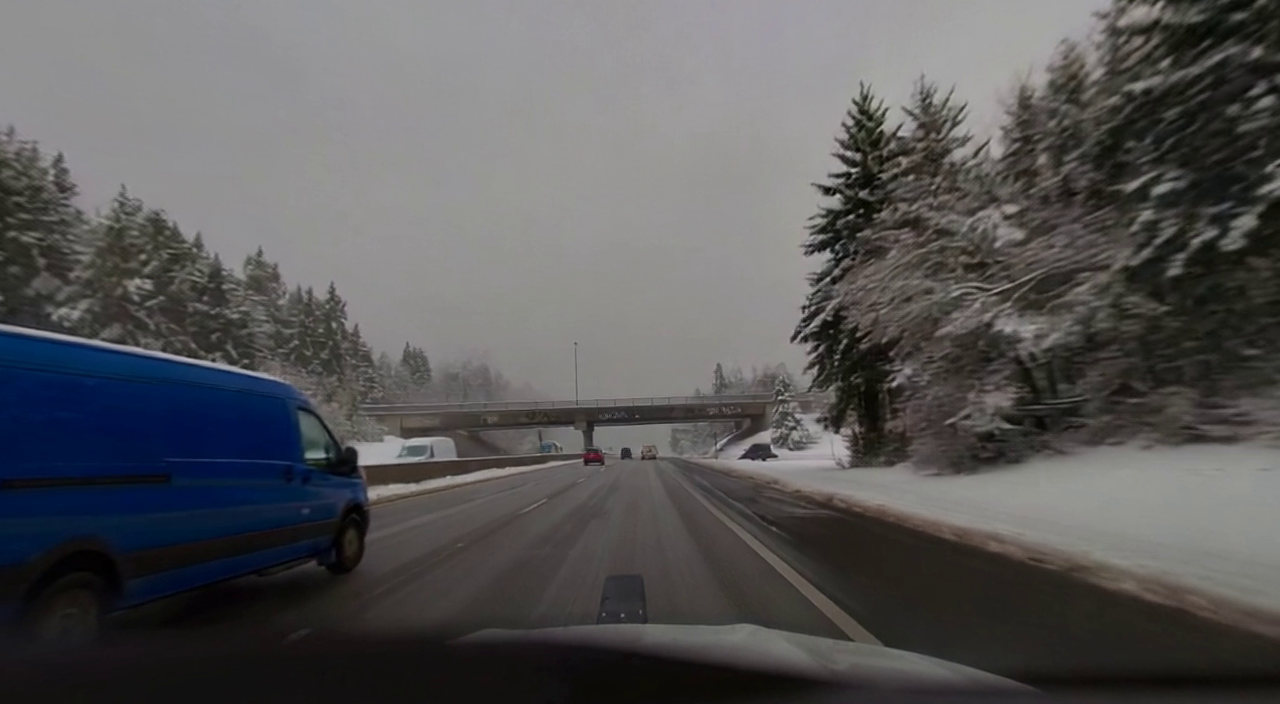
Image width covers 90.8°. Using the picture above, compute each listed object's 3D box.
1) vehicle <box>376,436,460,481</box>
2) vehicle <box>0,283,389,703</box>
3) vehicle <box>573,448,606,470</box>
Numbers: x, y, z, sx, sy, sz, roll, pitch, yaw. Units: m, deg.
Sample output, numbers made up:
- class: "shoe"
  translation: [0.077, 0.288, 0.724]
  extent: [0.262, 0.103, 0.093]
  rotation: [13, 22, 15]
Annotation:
- class: "vehicle"
  translation: [-12.471, 6.019, 36.005]
  extent: [2.473, 2.305, 6.168]
  rotation: [0, -9, 1]
- class: "vehicle"
  translation: [-3.890, 0.961, 4.205]
  extent: [2.310, 2.030, 5.094]
  rotation: [0, -9, 0]
- class: "vehicle"
  translation: [-3.518, 7.561, 44.797]
  extent: [1.994, 1.471, 3.962]
  rotation: [0, -9, 0]
